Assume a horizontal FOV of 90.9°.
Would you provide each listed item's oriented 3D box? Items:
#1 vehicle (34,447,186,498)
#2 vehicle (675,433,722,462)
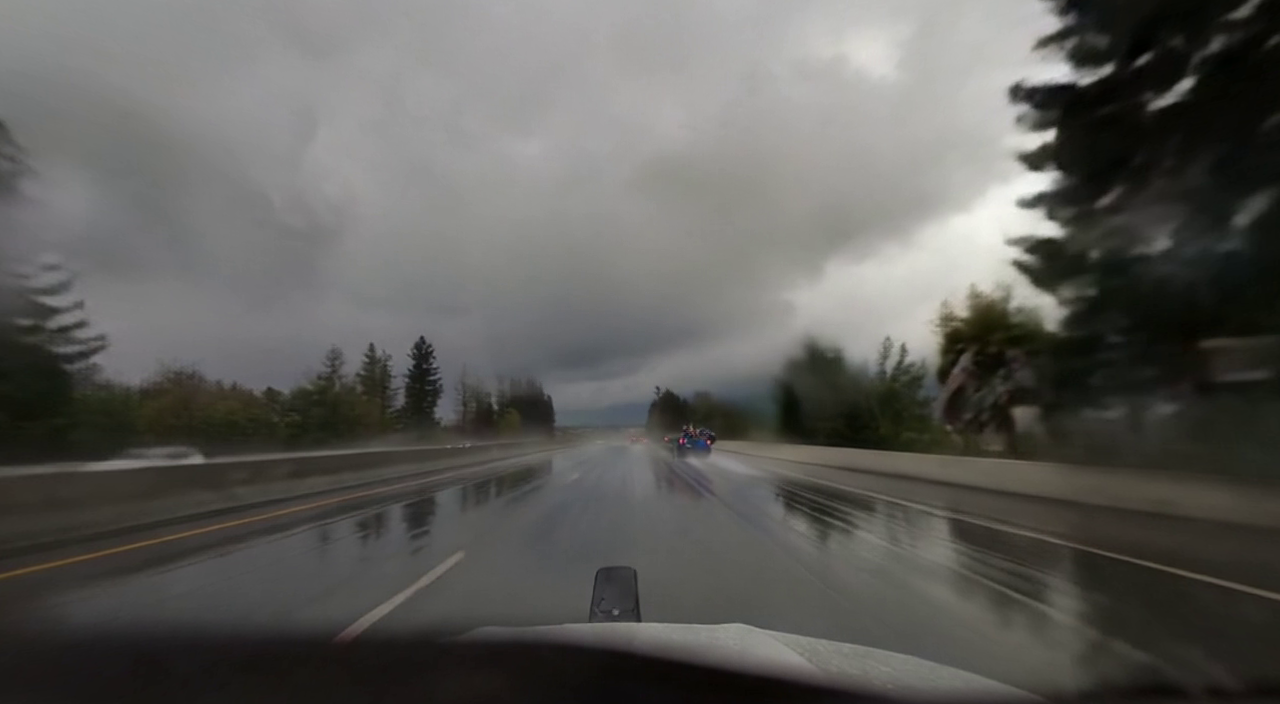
[{"bbox_3d":[-17.420,3.936,20.976,1.745,1.427,3.798,0,-8,0],"label":"vehicle"},{"bbox_3d":[3.011,4.976,33.069,1.911,1.449,3.776,0,-8,-3],"label":"vehicle"}]
